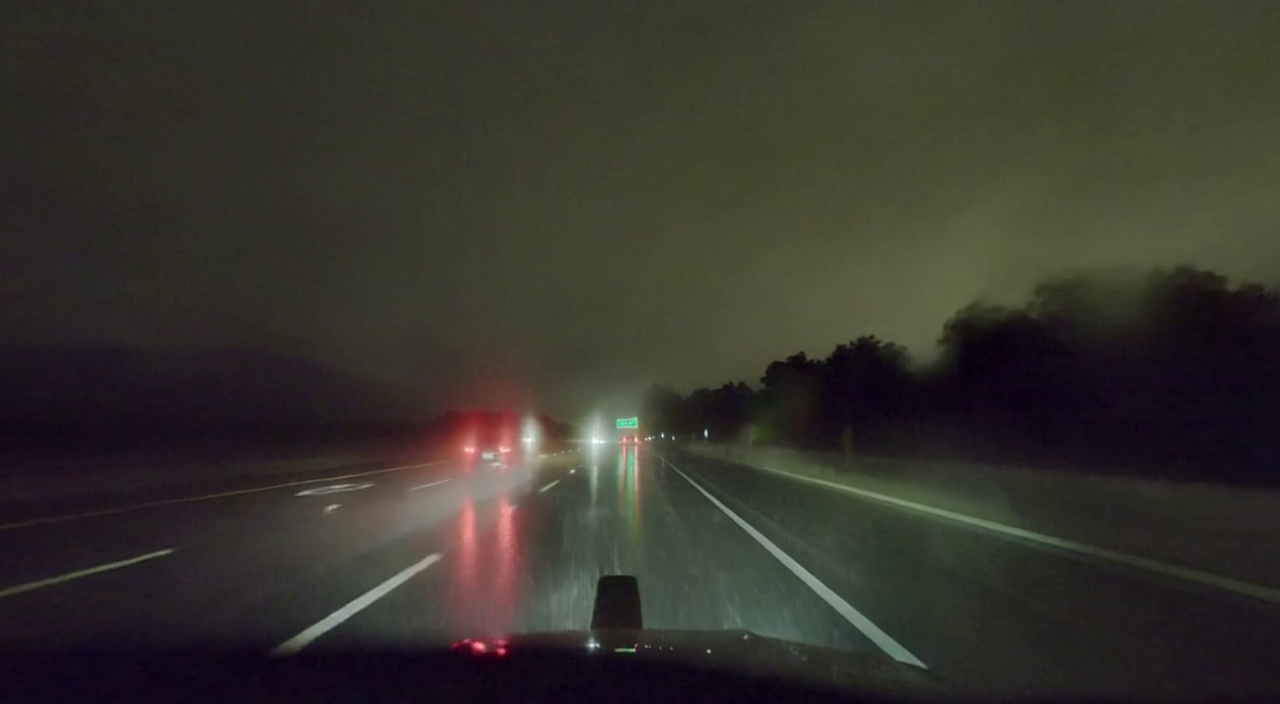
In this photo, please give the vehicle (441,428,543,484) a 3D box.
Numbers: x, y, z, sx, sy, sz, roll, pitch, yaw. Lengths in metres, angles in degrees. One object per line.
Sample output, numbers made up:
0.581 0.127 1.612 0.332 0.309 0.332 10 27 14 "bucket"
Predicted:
-4.634 3.336 20.562 2.129 1.588 4.980 0 -8 0 "vehicle"
